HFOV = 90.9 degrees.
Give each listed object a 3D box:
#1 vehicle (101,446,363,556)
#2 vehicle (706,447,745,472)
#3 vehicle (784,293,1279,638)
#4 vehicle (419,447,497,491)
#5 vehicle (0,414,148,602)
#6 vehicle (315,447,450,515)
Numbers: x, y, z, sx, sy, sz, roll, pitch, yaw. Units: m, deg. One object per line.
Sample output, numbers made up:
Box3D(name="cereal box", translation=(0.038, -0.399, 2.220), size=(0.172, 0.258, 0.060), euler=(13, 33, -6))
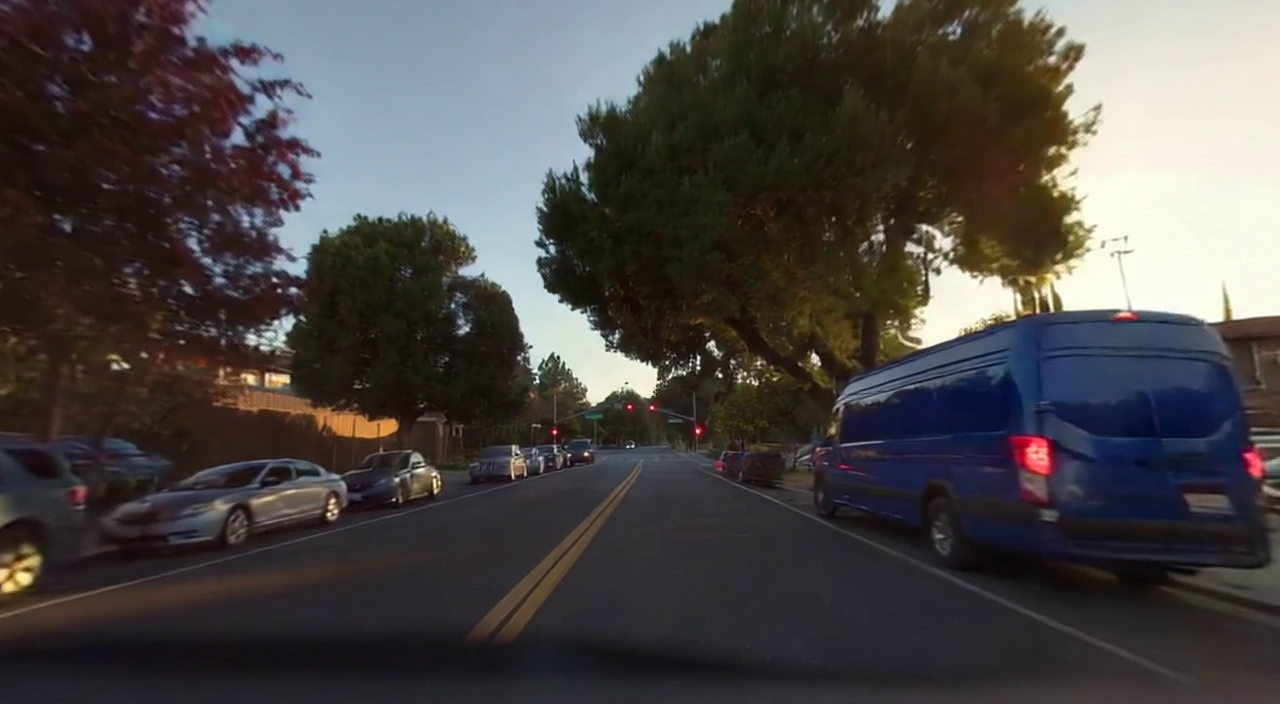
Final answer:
Box3D(name="vehicle", translation=(-6.871, 2.478, 11.326), size=(1.718, 1.435, 4.370), euler=(-3, -8, 2))
Box3D(name="vehicle", translation=(5.188, 6.585, 38.791), size=(1.849, 1.415, 4.181), euler=(0, -8, 1))
Box3D(name="vehicle", translation=(4.448, 1.450, 8.767), size=(3.089, 2.882, 6.770), euler=(-1, -9, -1))
Box3D(name="vehicle", translation=(-6.692, 4.318, 23.582), size=(1.738, 1.470, 3.648), euler=(-1, -8, 2))
Box3D(name="vehicle", translation=(-7.054, 1.356, 5.149), size=(1.984, 1.745, 4.866), euler=(-1, -8, 2))
Box3D(name="vehicle", translation=(-6.697, 3.350, 16.945), size=(1.832, 1.439, 4.337), euler=(-2, -8, 0))
